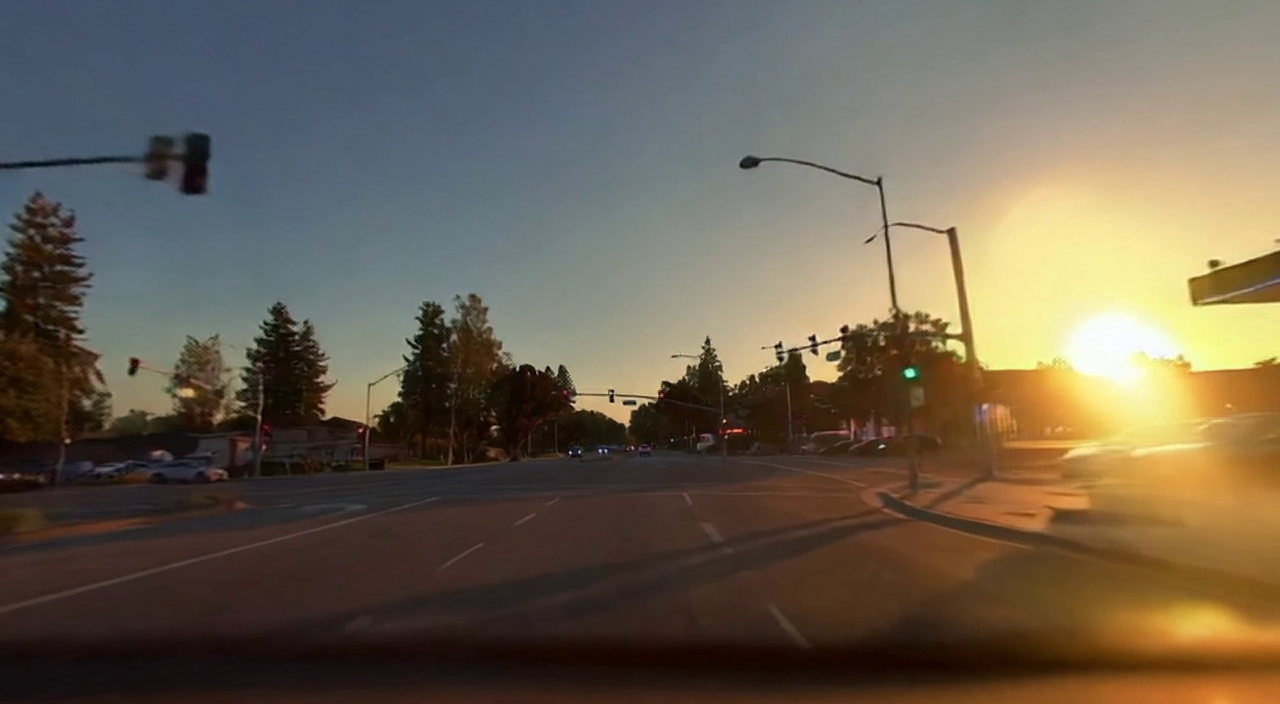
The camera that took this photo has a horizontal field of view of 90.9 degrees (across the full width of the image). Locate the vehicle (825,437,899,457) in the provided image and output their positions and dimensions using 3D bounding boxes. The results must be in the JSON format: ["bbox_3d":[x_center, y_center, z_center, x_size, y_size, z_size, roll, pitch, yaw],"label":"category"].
[{"bbox_3d":[16.077,6.899,45.759,4.582,1.436,2.073,1,-9,-7],"label":"vehicle"}]

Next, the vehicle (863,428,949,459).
[{"bbox_3d":[17.994,6.237,42.763,4.721,1.637,2.256,-4,-8,-9],"label":"vehicle"}]
